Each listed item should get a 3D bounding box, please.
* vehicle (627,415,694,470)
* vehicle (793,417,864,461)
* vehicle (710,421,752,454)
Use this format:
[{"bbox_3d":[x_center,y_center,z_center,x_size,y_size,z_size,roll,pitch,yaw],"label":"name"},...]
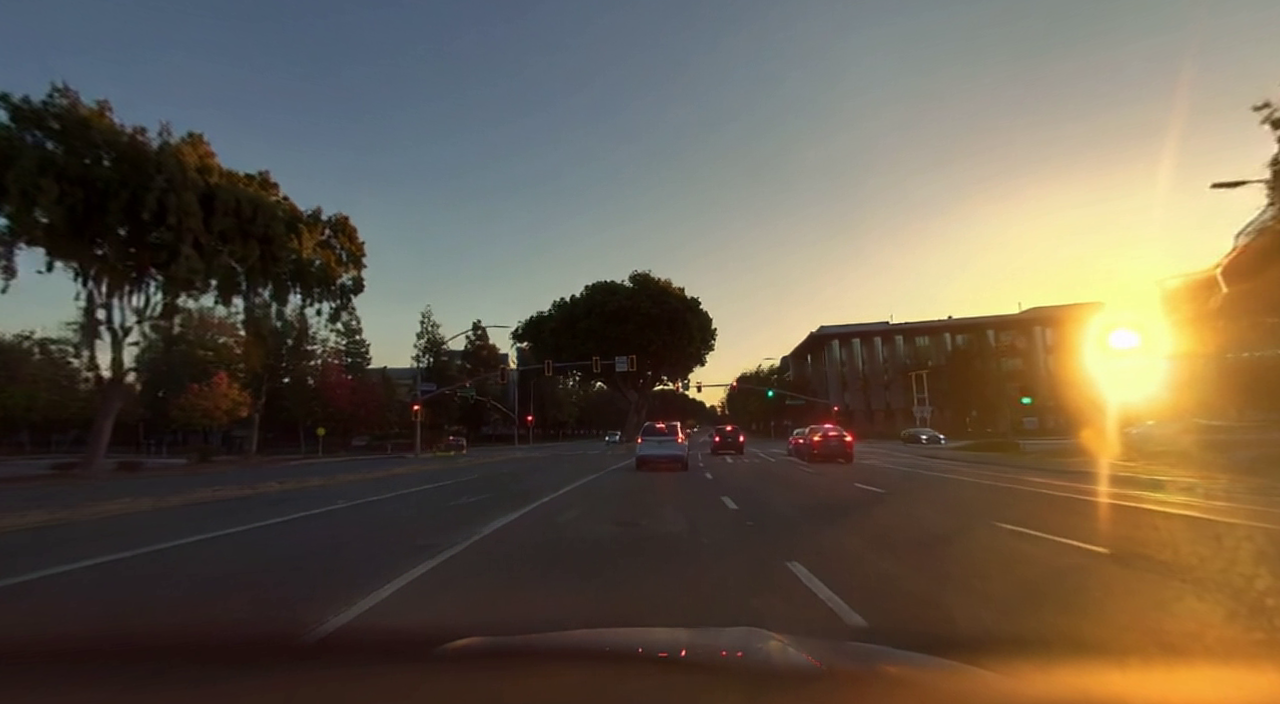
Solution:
[{"bbox_3d":[0.775,3.300,22.999,2.211,1.795,4.179,-1,-9,3],"label":"vehicle"},{"bbox_3d":[8.294,3.898,28.244,2.074,1.791,4.393,-1,-9,4],"label":"vehicle"},{"bbox_3d":[5.263,5.044,36.862,2.188,1.774,4.646,-1,-9,7],"label":"vehicle"}]
